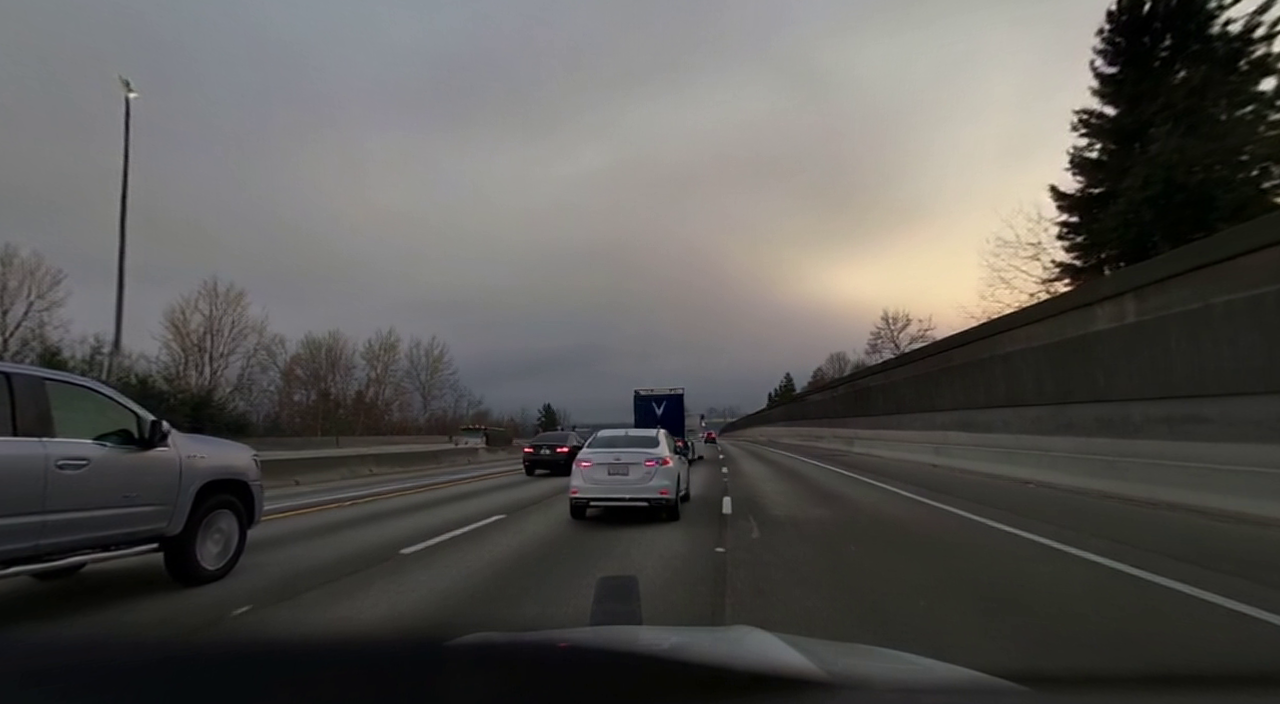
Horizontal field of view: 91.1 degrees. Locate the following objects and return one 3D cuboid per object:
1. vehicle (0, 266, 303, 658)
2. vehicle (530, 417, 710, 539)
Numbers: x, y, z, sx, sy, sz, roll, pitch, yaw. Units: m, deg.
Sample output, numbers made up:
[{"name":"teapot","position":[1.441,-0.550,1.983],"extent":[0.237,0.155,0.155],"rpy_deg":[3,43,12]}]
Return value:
[{"name":"vehicle","position":[-5.211,0.701,4.036],"extent":[2.386,2.435,5.831],"rpy_deg":[-1,-8,6]},{"name":"vehicle","position":[-0.047,1.854,10.003],"extent":[2.089,1.485,4.153],"rpy_deg":[-1,-8,9]}]
